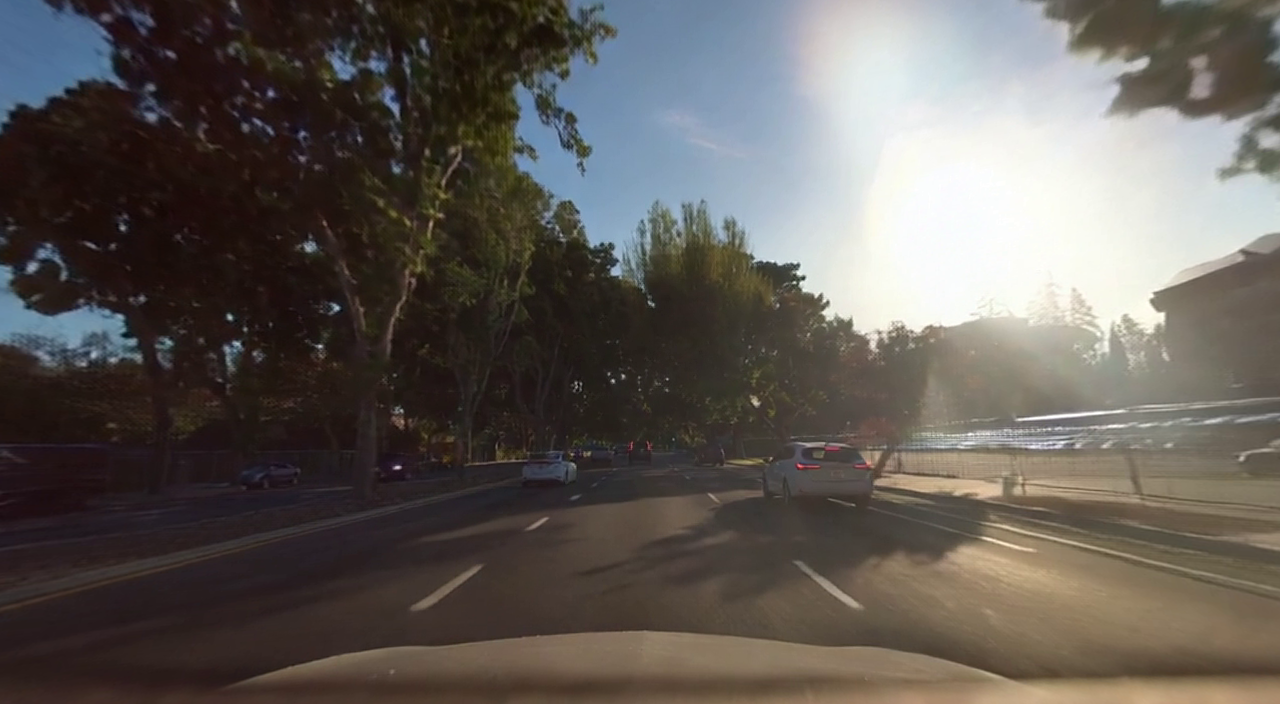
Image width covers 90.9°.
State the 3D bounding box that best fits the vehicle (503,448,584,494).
[{"bbox_3d":[-3.050,3.842,20.782,2.013,1.354,3.908,0,-9,0],"label":"vehicle"}]

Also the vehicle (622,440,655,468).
[{"bbox_3d":[-0.137,7.226,44.946,2.247,1.882,4.603,0,-9,-1],"label":"vehicle"}]

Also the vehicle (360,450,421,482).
[{"bbox_3d":[-16.334,7.465,41.603,2.011,1.892,4.711,0,-8,1],"label":"vehicle"}]

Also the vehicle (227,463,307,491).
[{"bbox_3d":[-22.535,7.549,38.299,1.908,1.483,4.835,0,-9,0],"label":"vehicle"}]

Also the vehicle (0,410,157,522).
[{"bbox_3d":[-22.986,4.042,22.530,2.833,3.735,11.042,0,-8,-1],"label":"vehicle"}]

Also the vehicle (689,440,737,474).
[{"bbox_3d":[3.846,5.617,34.008,1.980,1.709,4.367,0,-9,-1],"label":"vehicle"}]

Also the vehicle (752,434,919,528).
[{"bbox_3d":[3.564,2.424,12.422,1.919,1.502,4.232,0,-9,0],"label":"vehicle"}]
